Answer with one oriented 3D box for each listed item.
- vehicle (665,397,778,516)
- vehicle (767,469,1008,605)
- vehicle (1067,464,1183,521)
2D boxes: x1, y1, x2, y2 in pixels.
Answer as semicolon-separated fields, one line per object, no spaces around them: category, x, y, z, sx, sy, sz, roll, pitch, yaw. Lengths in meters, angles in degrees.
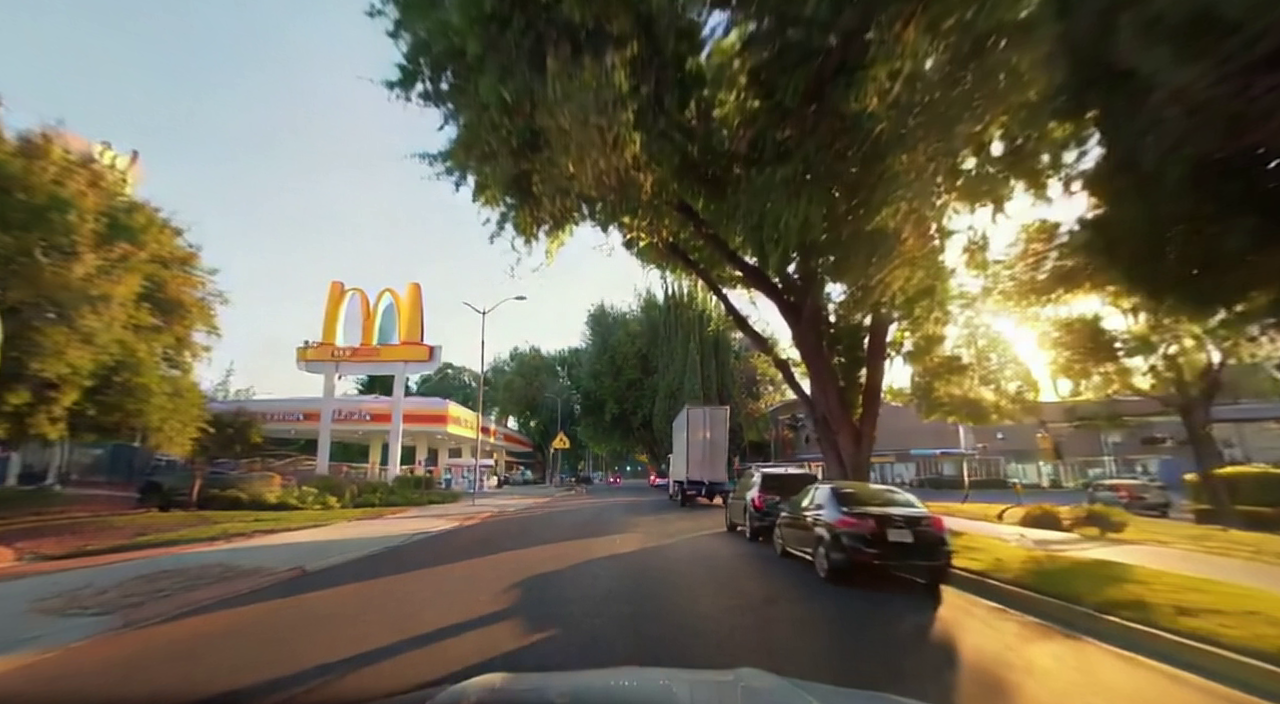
vehicle;3.083;4.947;28.909;2.990;4.098;13.928;1;-11;-1
vehicle;3.203;2.482;9.147;1.844;1.498;3.898;1;-11;-1
vehicle;18.836;5.459;24.618;2.436;2.052;2.410;0;-11;2
